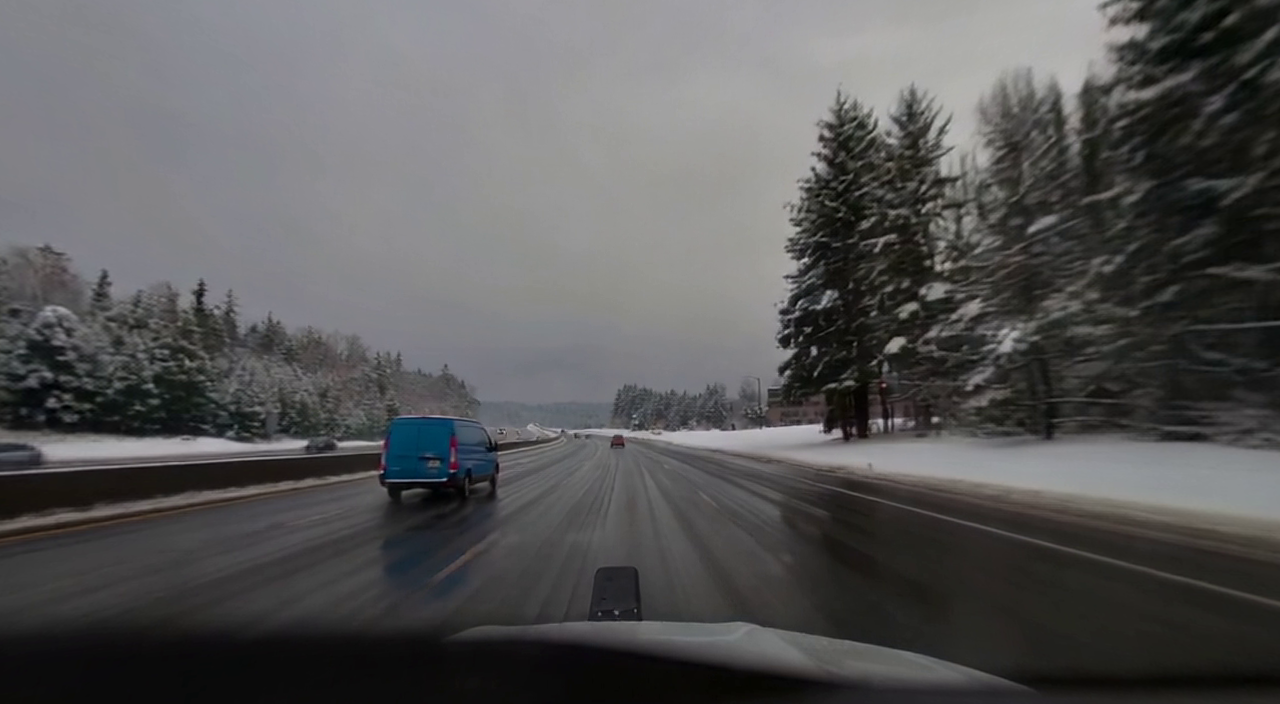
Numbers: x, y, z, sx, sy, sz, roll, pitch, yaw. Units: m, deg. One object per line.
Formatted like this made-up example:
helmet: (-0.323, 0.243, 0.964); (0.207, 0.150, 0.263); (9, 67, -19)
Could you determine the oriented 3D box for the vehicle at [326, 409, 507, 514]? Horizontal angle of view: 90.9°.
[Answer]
vehicle: (-4.410, 2.231, 13.433); (2.219, 1.827, 4.738); (0, -8, -1)
